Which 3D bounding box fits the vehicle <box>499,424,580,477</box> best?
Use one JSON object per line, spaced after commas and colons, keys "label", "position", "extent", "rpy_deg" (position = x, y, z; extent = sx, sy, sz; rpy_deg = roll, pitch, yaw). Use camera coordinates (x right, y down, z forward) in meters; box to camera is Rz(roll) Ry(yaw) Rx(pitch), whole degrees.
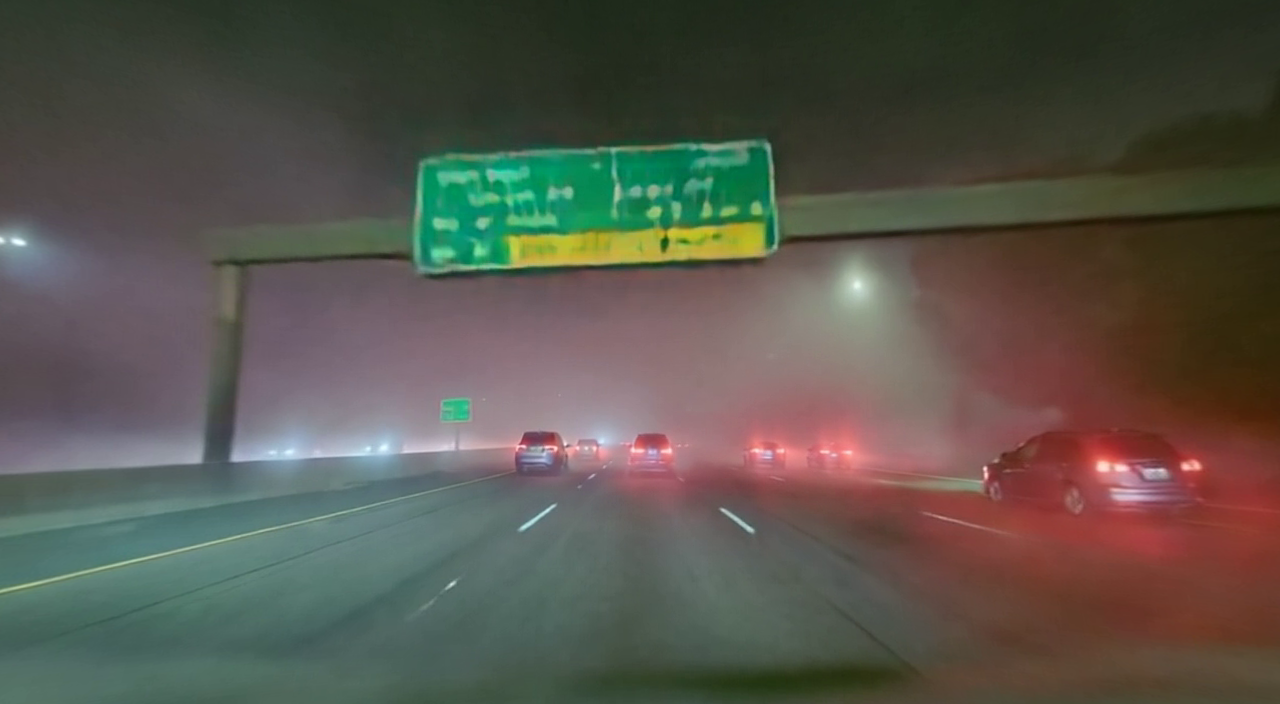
{"label": "vehicle", "position": [-3.667, 3.724, 23.933], "extent": [2.199, 1.777, 4.790], "rpy_deg": [0, -9, 1]}

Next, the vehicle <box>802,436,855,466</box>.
{"label": "vehicle", "position": [11.921, 6.287, 40.071], "extent": [2.010, 1.765, 4.375], "rpy_deg": [0, -9, 0]}

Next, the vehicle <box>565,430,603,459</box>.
{"label": "vehicle", "position": [-4.250, 7.189, 48.941], "extent": [2.317, 2.049, 5.746], "rpy_deg": [0, -9, 1]}

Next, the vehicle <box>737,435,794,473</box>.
{"label": "vehicle", "position": [6.120, 5.020, 31.144], "extent": [2.022, 1.682, 4.226], "rpy_deg": [0, -9, 1]}

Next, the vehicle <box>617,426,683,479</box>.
{"label": "vehicle", "position": [0.377, 3.654, 23.062], "extent": [2.181, 1.728, 3.970], "rpy_deg": [0, -9, 1]}

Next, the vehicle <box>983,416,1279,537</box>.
{"label": "vehicle", "position": [7.716, 1.930, 10.273], "extent": [1.989, 1.569, 3.964], "rpy_deg": [0, -9, 0]}
